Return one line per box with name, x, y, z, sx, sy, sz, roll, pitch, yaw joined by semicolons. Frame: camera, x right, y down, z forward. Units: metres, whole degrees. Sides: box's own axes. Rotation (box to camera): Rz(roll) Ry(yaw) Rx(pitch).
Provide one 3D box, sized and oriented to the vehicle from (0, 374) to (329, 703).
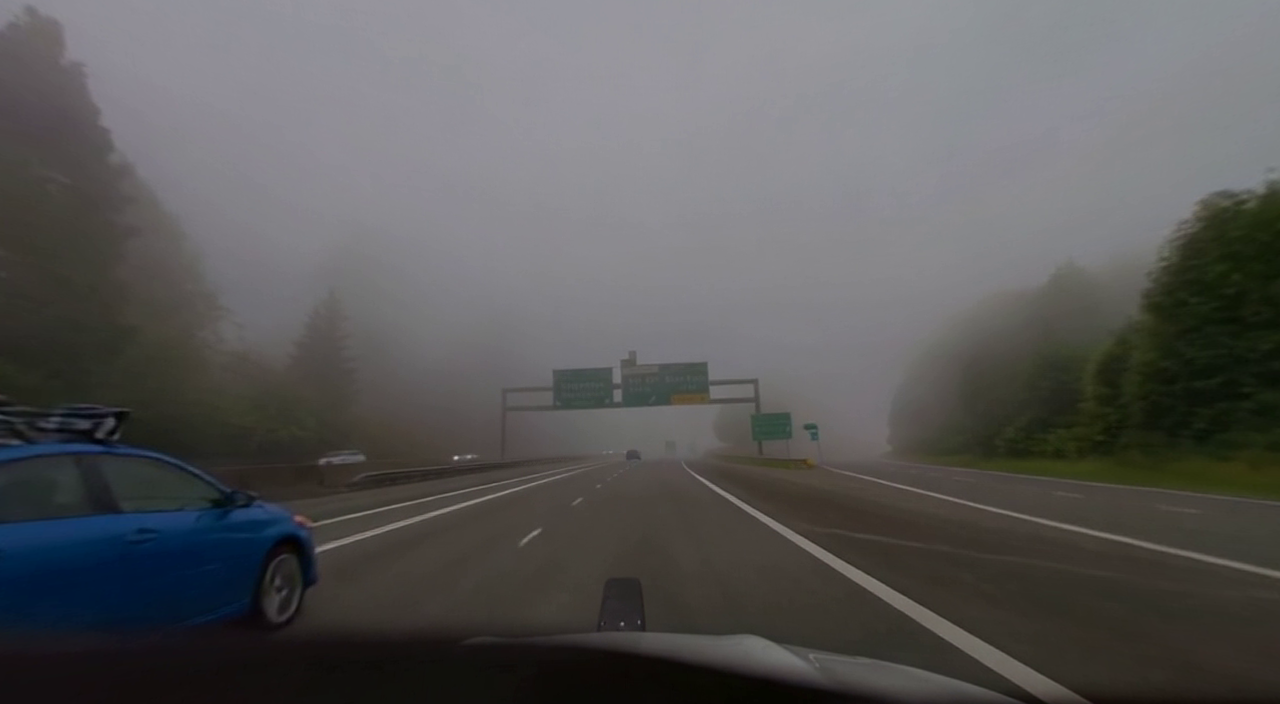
vehicle;-3.387;0.890;2.461;2.108;1.557;4.344;0;-9;0
